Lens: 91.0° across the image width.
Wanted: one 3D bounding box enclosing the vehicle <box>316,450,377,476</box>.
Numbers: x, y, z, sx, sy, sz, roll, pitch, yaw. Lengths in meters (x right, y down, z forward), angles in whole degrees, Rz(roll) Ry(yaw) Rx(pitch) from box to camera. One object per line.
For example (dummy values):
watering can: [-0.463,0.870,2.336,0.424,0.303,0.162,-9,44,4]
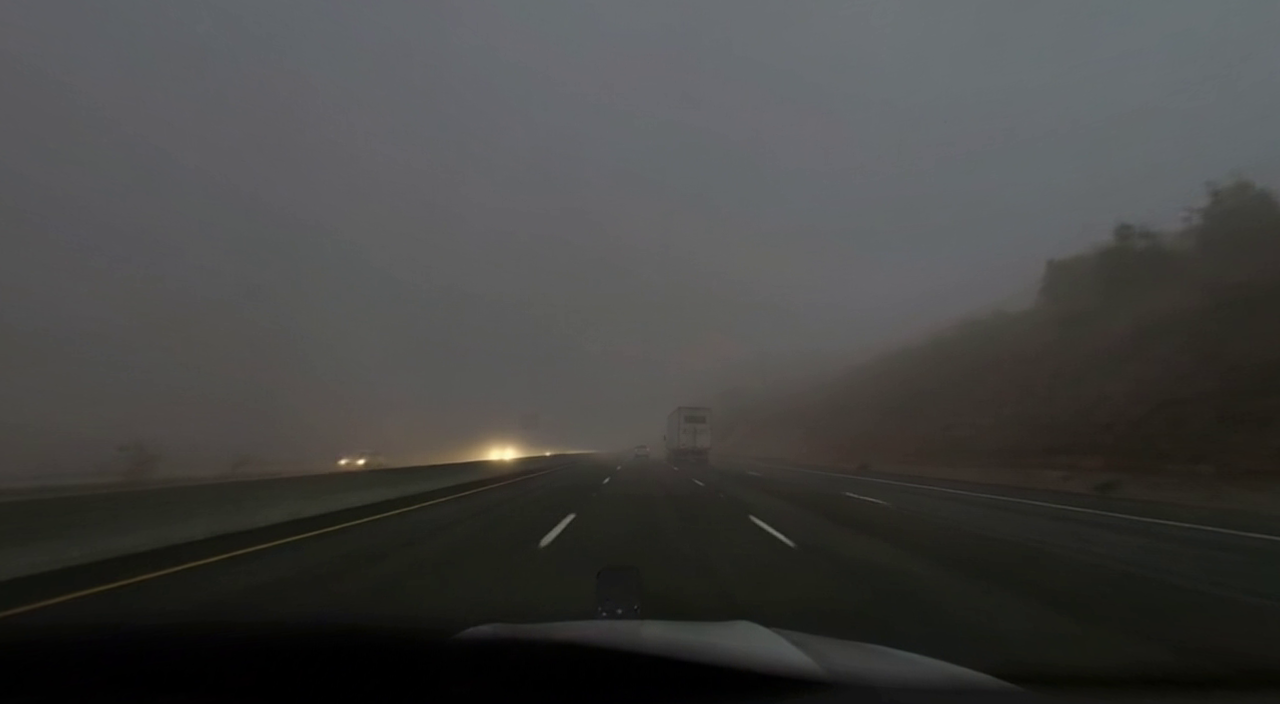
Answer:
vehicle: [-21.691,8.178,46.757,2.038,1.788,4.894,0,-9,2]
